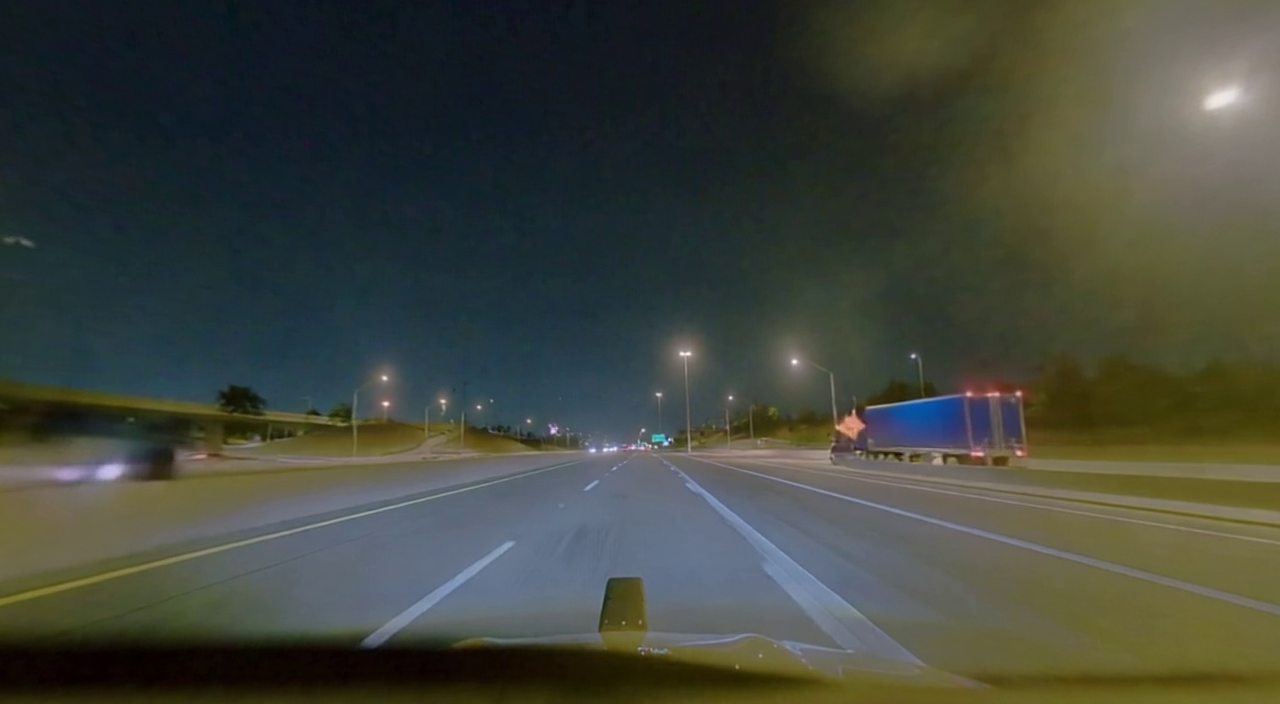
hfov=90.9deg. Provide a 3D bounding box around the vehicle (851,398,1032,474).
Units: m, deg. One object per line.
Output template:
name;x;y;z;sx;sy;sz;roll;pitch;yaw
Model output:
vehicle;19.548;5.869;43.364;3.395;4.178;16.548;0;-8;-4

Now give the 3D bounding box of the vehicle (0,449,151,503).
vehicle;-18.166;3.792;19.815;1.863;1.442;4.538;0;-8;1
